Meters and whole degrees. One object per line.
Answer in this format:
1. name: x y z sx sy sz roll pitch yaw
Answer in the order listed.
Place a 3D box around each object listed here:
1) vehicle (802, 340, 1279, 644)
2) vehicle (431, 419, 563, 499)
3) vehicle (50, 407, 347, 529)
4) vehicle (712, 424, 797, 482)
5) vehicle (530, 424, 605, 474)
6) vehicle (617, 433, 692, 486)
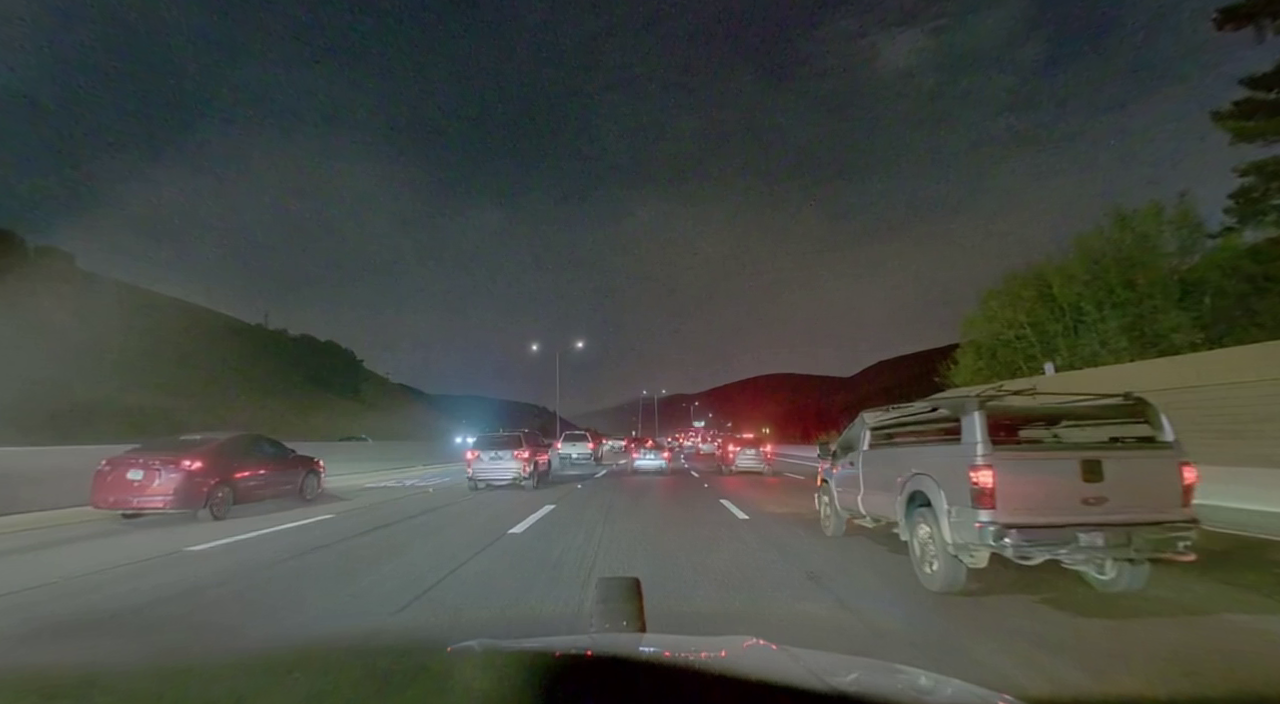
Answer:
1. vehicle: 3.515 1.246 6.666 2.266 1.929 5.194 0 -8 1
2. vehicle: -3.362 2.629 15.876 2.179 1.723 4.410 0 -8 1
3. vehicle: -7.713 2.075 11.845 2.017 1.810 4.782 0 -8 1
4. vehicle: 3.745 3.405 21.500 2.046 1.765 4.534 0 -8 0
5. vehicle: -2.961 4.109 26.980 2.301 1.902 5.374 0 -8 3
6. vehicle: 0.441 3.330 19.876 2.105 1.471 4.349 0 -8 1
